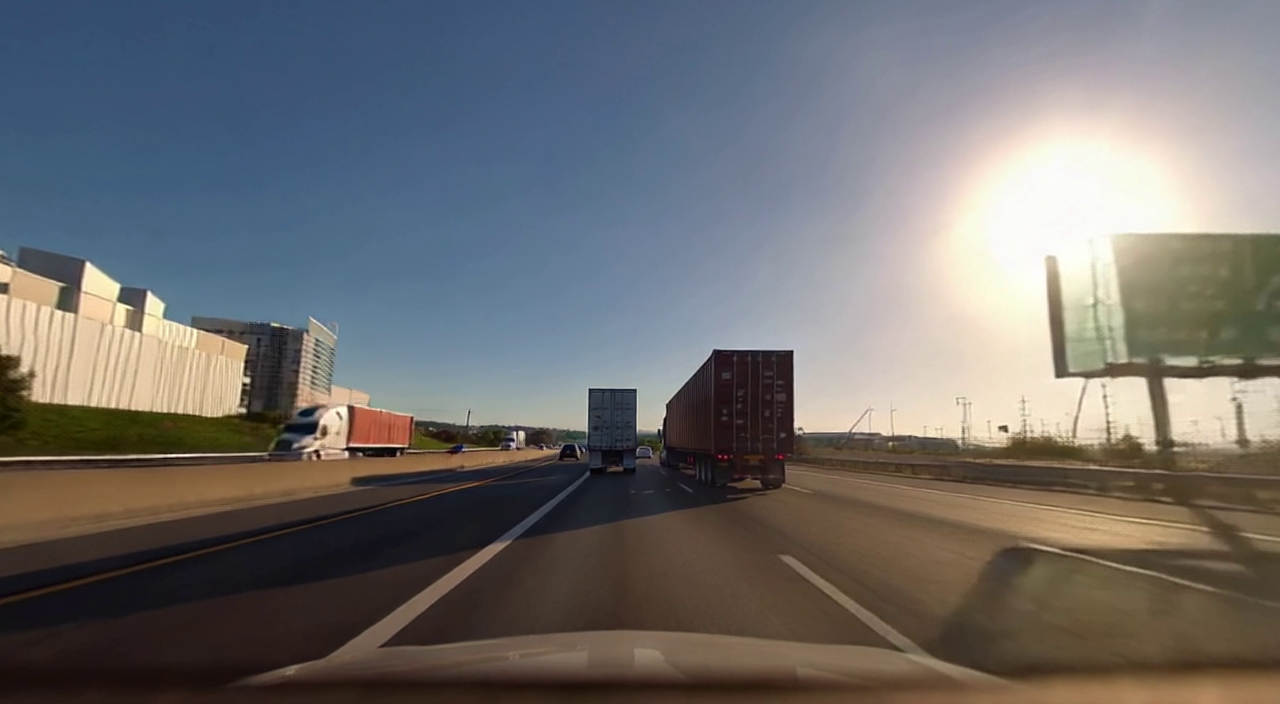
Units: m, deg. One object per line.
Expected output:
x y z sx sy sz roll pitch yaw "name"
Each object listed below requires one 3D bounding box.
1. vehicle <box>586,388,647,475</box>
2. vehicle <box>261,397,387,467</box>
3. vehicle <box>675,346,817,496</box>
-1.211 4.613 35.767 2.841 4.071 12.046 0 -9 -1 "vehicle"
-21.676 5.757 44.731 3.084 4.220 12.355 0 -9 -3 "vehicle"
3.200 2.788 23.557 2.803 4.072 12.744 0 -9 -1 "vehicle"
